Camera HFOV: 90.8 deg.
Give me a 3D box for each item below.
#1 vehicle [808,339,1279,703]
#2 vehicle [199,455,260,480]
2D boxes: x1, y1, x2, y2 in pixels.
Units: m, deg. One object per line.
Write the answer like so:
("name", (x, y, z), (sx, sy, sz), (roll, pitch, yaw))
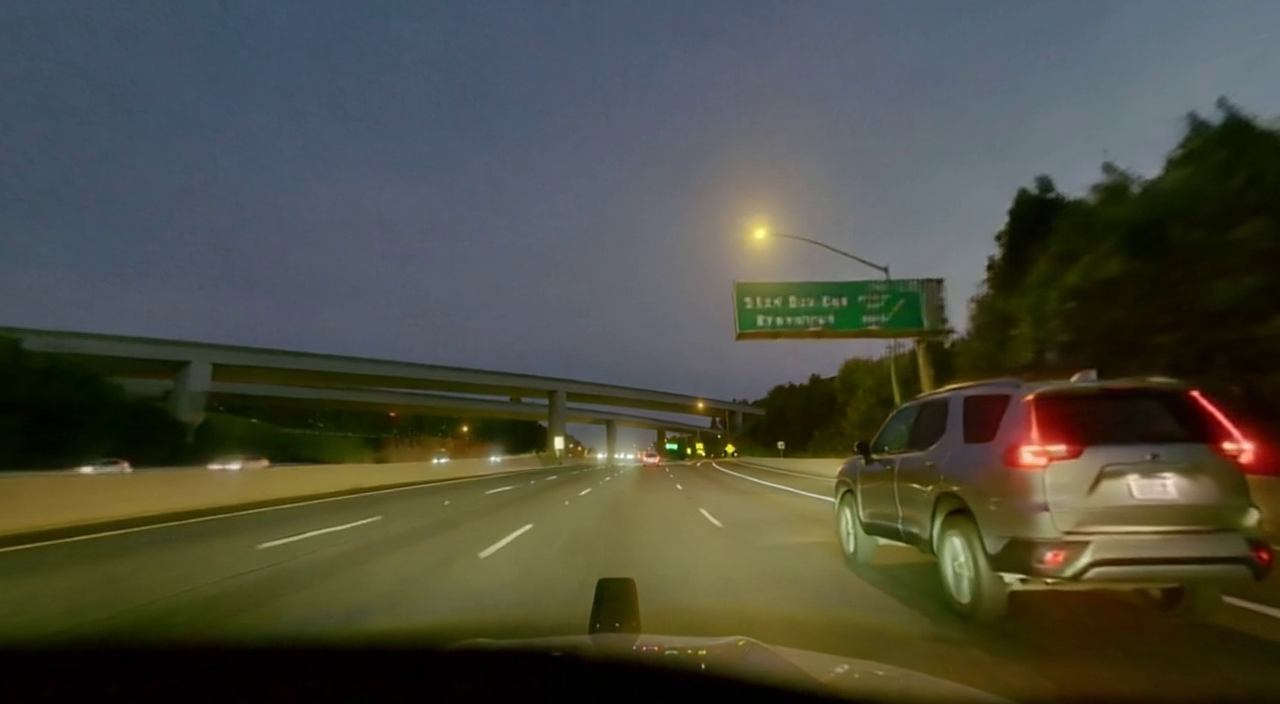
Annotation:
("vehicle", (3.302, 1.249, 5.589), (2.155, 1.918, 4.945), (0, -9, -1))
("vehicle", (-29.867, 8.405, 46.138), (1.866, 1.478, 4.213), (-1, -7, -4))
